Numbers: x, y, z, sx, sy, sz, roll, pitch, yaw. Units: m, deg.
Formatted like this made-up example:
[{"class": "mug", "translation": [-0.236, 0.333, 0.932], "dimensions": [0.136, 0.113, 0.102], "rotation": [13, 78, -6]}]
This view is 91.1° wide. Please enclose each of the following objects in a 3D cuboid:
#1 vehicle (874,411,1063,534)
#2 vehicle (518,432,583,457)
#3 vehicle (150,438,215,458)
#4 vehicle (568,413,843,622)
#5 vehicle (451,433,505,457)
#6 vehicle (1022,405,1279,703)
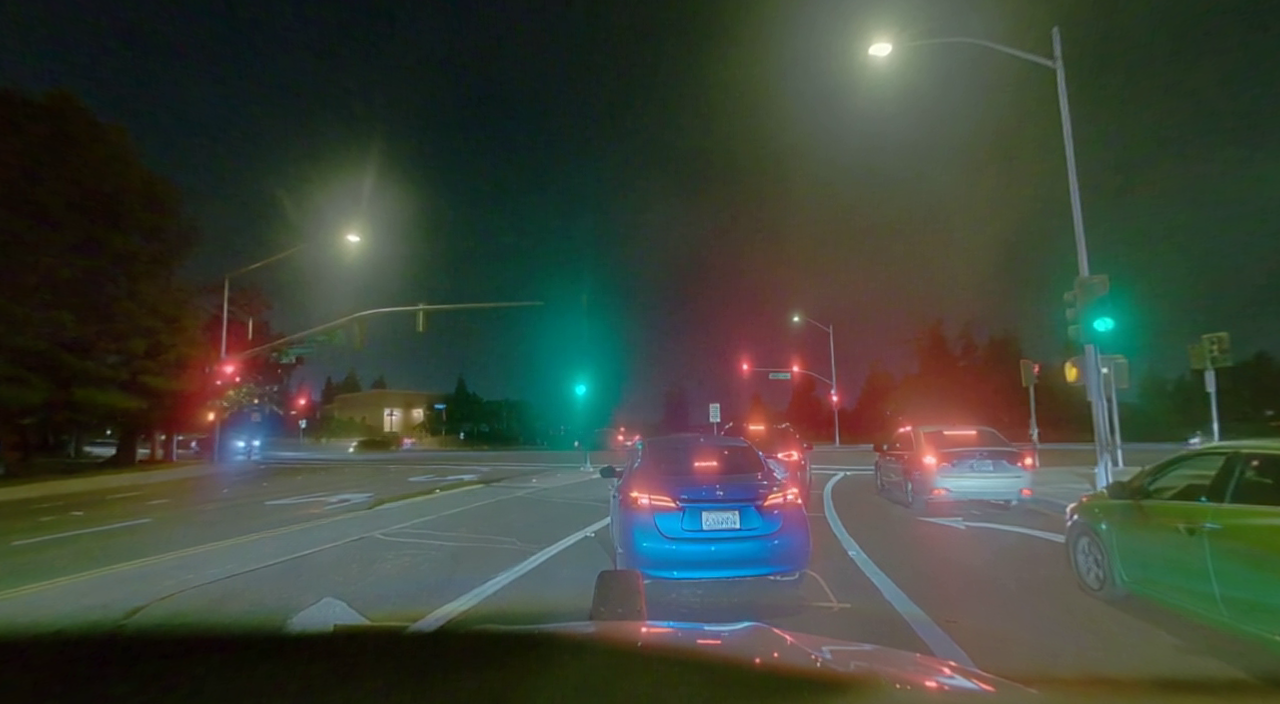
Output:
[{"class": "vehicle", "translation": [5.539, 2.045, 11.284], "dimensions": [2.102, 1.717, 4.373], "rotation": [-2, -9, 16]}, {"class": "vehicle", "translation": [-5.963, 6.108, 41.555], "dimensions": [1.932, 1.573, 4.509], "rotation": [8, -12, -44]}, {"class": "vehicle", "translation": [-35.403, 7.436, 48.630], "dimensions": [1.652, 1.433, 3.733], "rotation": [-7, -11, 40]}, {"class": "vehicle", "translation": [0.855, 1.498, 6.688], "dimensions": [2.052, 1.483, 3.928], "rotation": [-2, -8, 12]}, {"class": "vehicle", "translation": [-12.465, 7.122, 48.186], "dimensions": [1.972, 1.705, 4.457], "rotation": [8, -11, -44]}, {"class": "vehicle", "translation": [4.241, 1.059, 3.369], "dimensions": [1.954, 1.508, 4.441], "rotation": [-1, -8, 6]}]
